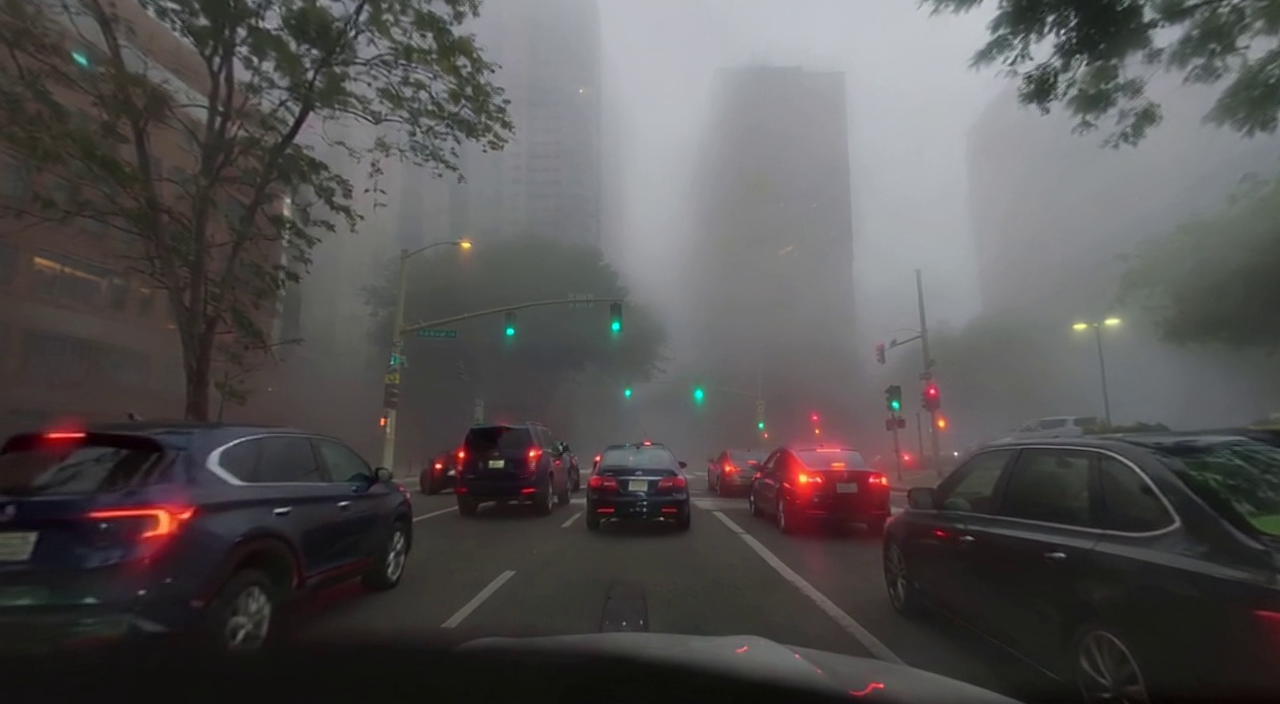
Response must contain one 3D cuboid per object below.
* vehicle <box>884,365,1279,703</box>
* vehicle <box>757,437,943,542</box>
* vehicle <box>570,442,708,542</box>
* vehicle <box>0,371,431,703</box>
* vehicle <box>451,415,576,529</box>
[{"bbox_3d":[3.344,1.079,3.659,2.179,1.631,4.173,0,-8,0],"label":"vehicle"},{"bbox_3d":[3.569,2.393,11.756,1.973,1.537,4.533,0,-8,1],"label":"vehicle"},{"bbox_3d":[0.009,2.348,11.259,2.031,1.461,3.763,0,-8,1],"label":"vehicle"},{"bbox_3d":[-3.417,1.273,5.115,2.046,1.744,4.407,0,-8,-2],"label":"vehicle"},{"bbox_3d":[-2.501,2.449,13.386,1.683,2.039,3.703,0,-8,3],"label":"vehicle"}]
